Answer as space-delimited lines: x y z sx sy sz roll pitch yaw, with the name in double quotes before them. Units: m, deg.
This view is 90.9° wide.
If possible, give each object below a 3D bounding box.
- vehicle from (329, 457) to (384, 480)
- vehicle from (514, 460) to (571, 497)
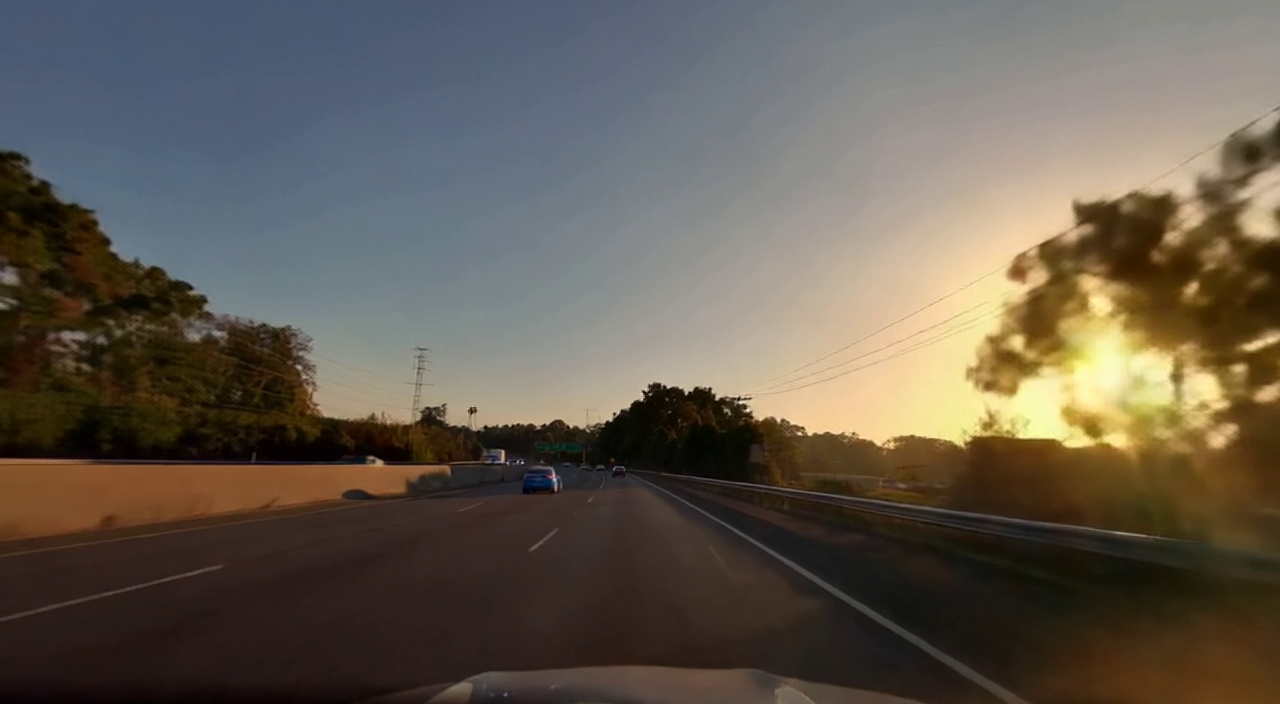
"vehicle" -20.551 8.465 45.880 1.830 1.506 4.791 1 -10 -1
"vehicle" -4.940 6.518 32.625 2.194 1.704 4.421 1 -10 0
